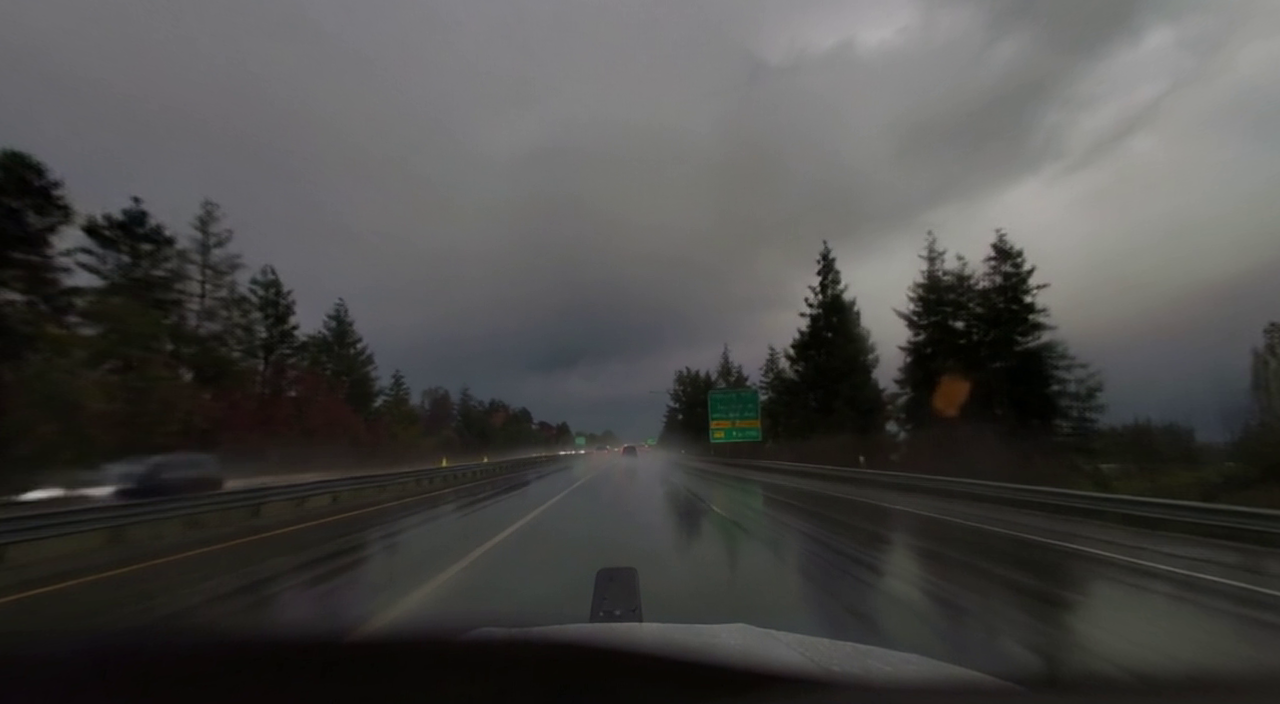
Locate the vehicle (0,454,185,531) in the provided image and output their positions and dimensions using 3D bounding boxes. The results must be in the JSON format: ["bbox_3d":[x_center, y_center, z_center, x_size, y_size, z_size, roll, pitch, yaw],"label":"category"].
[{"bbox_3d":[-14.016,3.413,15.780,1.901,1.609,4.273,0,-9,-1],"label":"vehicle"}]
